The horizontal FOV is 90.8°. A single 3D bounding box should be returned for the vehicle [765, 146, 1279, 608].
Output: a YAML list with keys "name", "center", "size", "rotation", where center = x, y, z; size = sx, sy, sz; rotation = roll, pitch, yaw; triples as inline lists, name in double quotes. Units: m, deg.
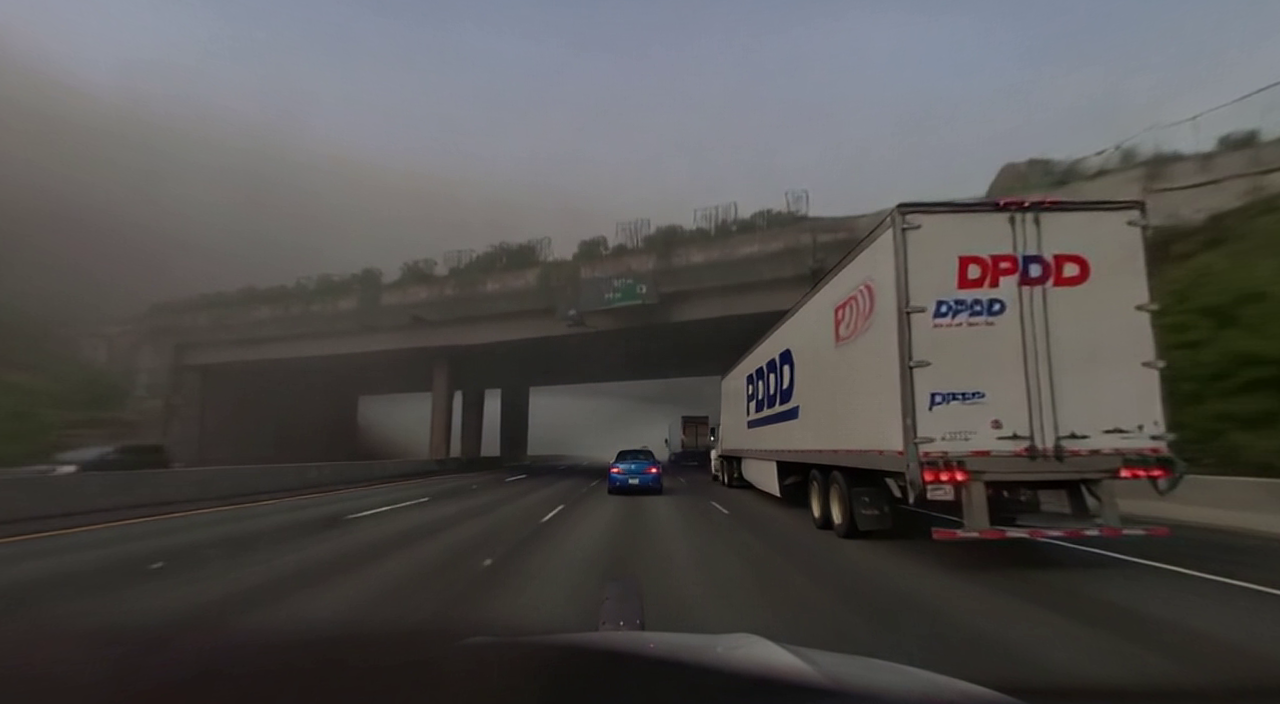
- name: "vehicle"
  center: [4.166, 0.748, 9.470]
  size: [2.802, 3.956, 8.291]
  rotation: [0, -9, 0]

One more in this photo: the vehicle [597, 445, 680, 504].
- name: "vehicle"
  center: [-0.041, 3.342, 17.538]
  size: [2.029, 1.437, 3.794]
  rotation: [0, -9, 0]

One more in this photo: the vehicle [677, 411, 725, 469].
- name: "vehicle"
  center: [4.538, 6.872, 48.692]
  size: [2.801, 4.039, 8.684]
  rotation: [0, -9, 0]

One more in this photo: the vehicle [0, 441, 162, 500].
- name: "vehicle"
  center: [-17.162, 3.538, 19.156]
  size: [1.931, 1.569, 4.277]
  rotation: [0, -9, -1]
